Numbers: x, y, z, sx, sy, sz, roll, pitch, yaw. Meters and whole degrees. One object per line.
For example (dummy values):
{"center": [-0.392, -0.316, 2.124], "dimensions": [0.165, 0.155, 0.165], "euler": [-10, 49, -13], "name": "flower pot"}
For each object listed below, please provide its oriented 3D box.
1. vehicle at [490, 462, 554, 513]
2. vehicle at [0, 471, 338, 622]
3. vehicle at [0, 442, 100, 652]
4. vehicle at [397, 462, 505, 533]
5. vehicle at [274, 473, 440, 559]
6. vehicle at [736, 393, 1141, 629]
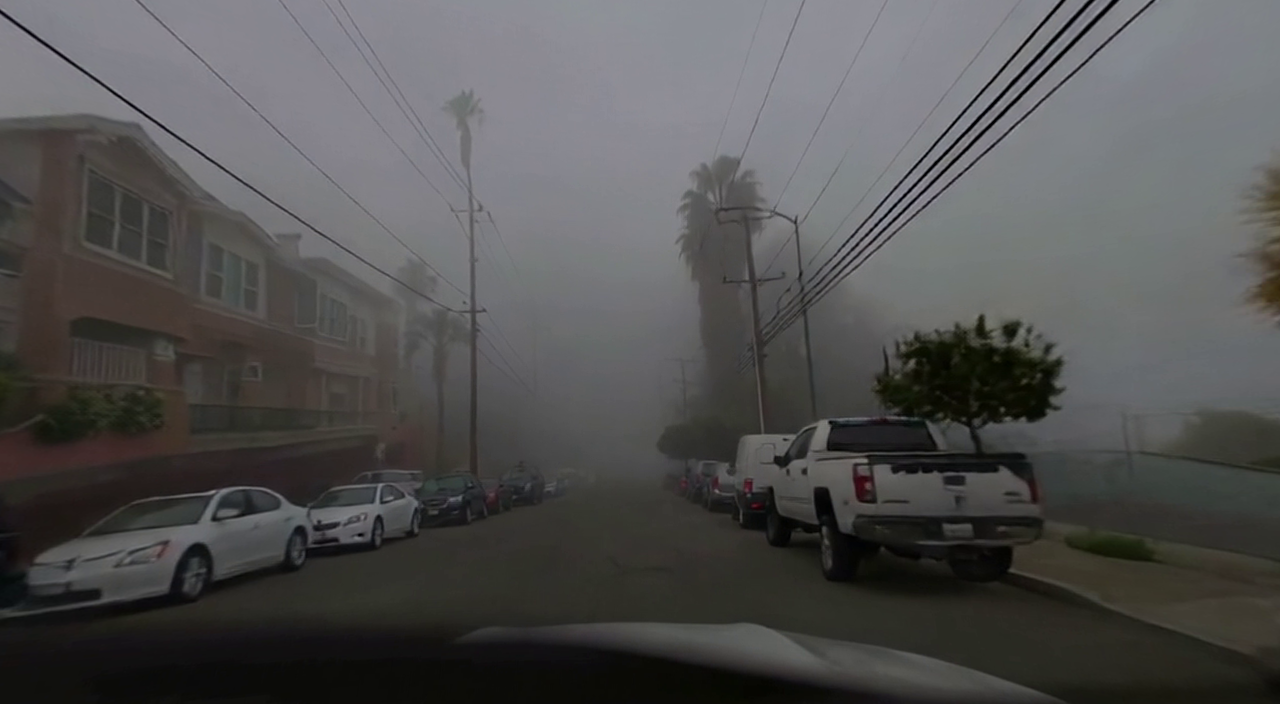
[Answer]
{"center": [-6.210, 7.182, 33.907], "dimensions": [2.281, 2.248, 5.873], "euler": [0, -8, 0], "name": "vehicle"}
{"center": [-6.546, 2.660, 9.519], "dimensions": [1.841, 1.491, 4.525], "euler": [0, -8, -2], "name": "vehicle"}
{"center": [-6.467, 1.466, 3.847], "dimensions": [1.933, 1.824, 5.142], "euler": [0, -8, -3], "name": "vehicle"}
{"center": [-6.214, 4.823, 21.438], "dimensions": [2.349, 1.952, 4.848], "euler": [0, -8, -2], "name": "vehicle"}
{"center": [-6.344, 3.707, 14.823], "dimensions": [1.874, 1.449, 4.622], "euler": [0, -8, -2], "name": "vehicle"}
{"center": [2.979, 1.770, 8.411], "dimensions": [2.268, 1.953, 6.124], "euler": [0, -8, -2], "name": "vehicle"}
